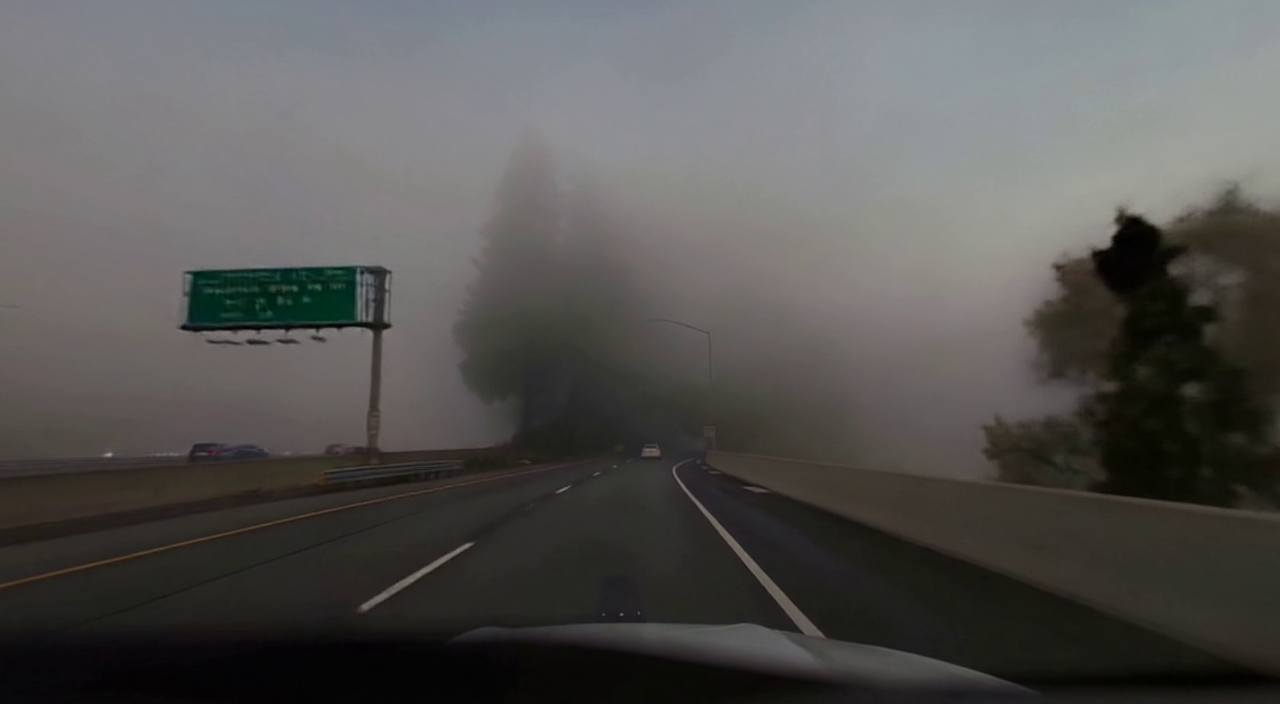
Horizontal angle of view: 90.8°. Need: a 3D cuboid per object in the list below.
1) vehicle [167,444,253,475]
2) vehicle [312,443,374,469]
[{"bbox_3d":[-22.971,5.714,33.964,1.829,1.520,4.505,1,-9,-6],"label":"vehicle"},{"bbox_3d":[-18.753,6.594,40.126,2.271,1.537,4.029,1,-9,-6],"label":"vehicle"}]
